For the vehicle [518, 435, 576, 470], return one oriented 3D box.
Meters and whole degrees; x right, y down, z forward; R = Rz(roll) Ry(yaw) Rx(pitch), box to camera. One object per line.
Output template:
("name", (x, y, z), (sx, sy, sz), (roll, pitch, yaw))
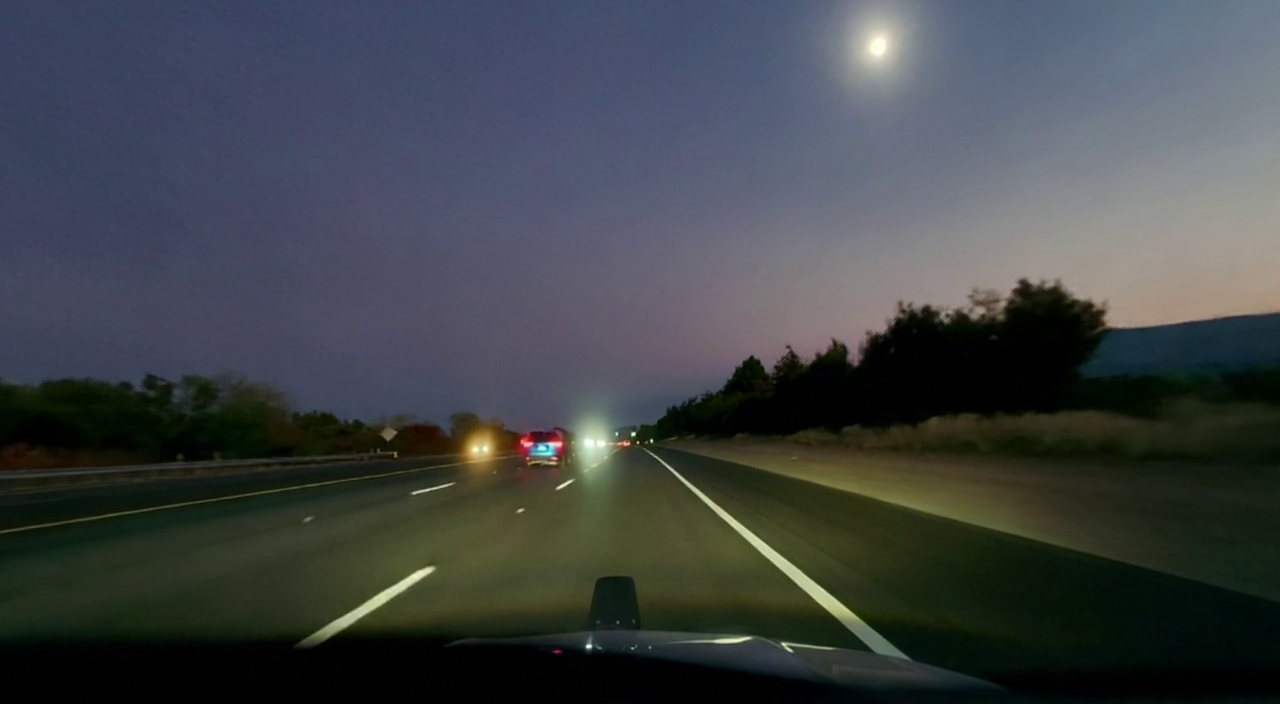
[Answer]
("vehicle", (-4.251, 4.660, 29.489), (2.063, 1.496, 4.225), (0, -8, 0))
